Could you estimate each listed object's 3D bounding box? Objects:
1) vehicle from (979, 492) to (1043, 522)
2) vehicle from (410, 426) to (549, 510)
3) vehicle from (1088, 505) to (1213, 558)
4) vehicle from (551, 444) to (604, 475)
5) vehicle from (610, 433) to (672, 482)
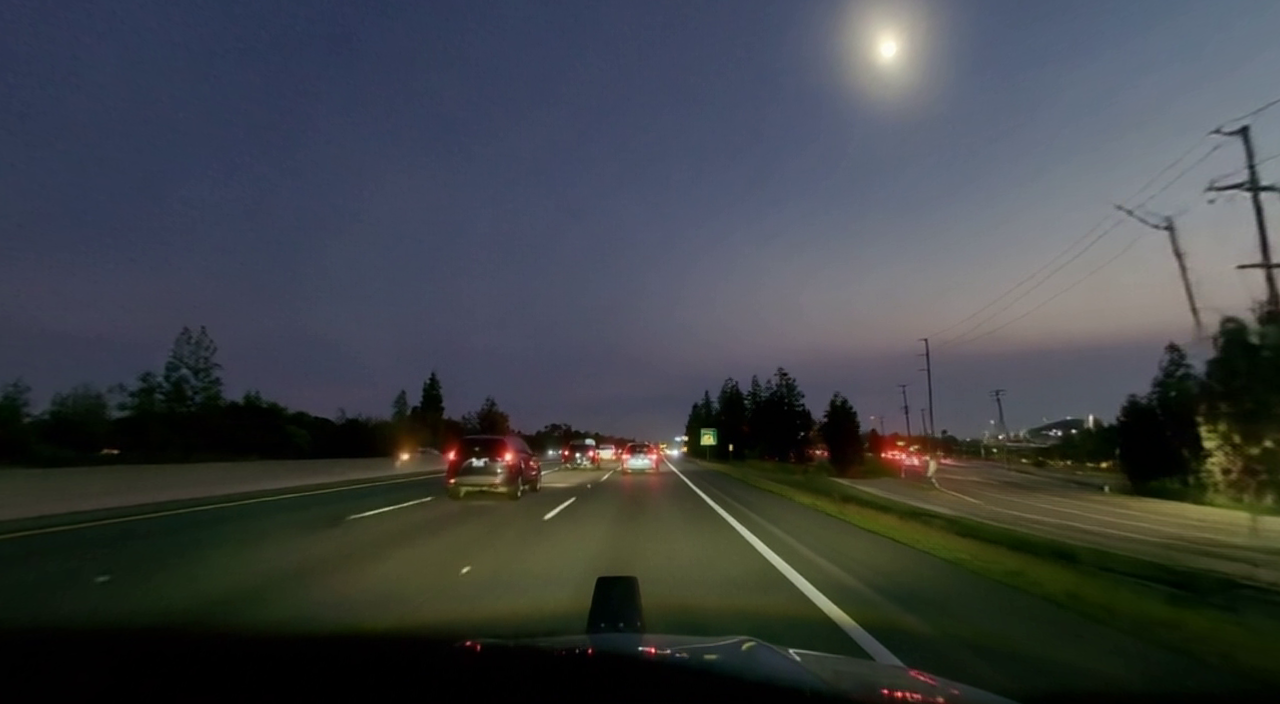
[{"bbox_3d":[24.468,10.219,41.761,1.985,1.513,4.339,-1,-8,7],"label":"vehicle"},{"bbox_3d":[-3.728,2.785,15.653,2.104,1.754,4.515,0,-8,2],"label":"vehicle"},{"bbox_3d":[22.235,7.789,27.758,1.826,1.625,4.758,-1,-8,6],"label":"vehicle"},{"bbox_3d":[-3.090,5.410,32.054,2.092,1.464,4.466,-1,-8,2],"label":"vehicle"},{"bbox_3d":[0.089,4.252,25.759,2.319,1.813,4.274,0,-8,2],"label":"vehicle"}]
